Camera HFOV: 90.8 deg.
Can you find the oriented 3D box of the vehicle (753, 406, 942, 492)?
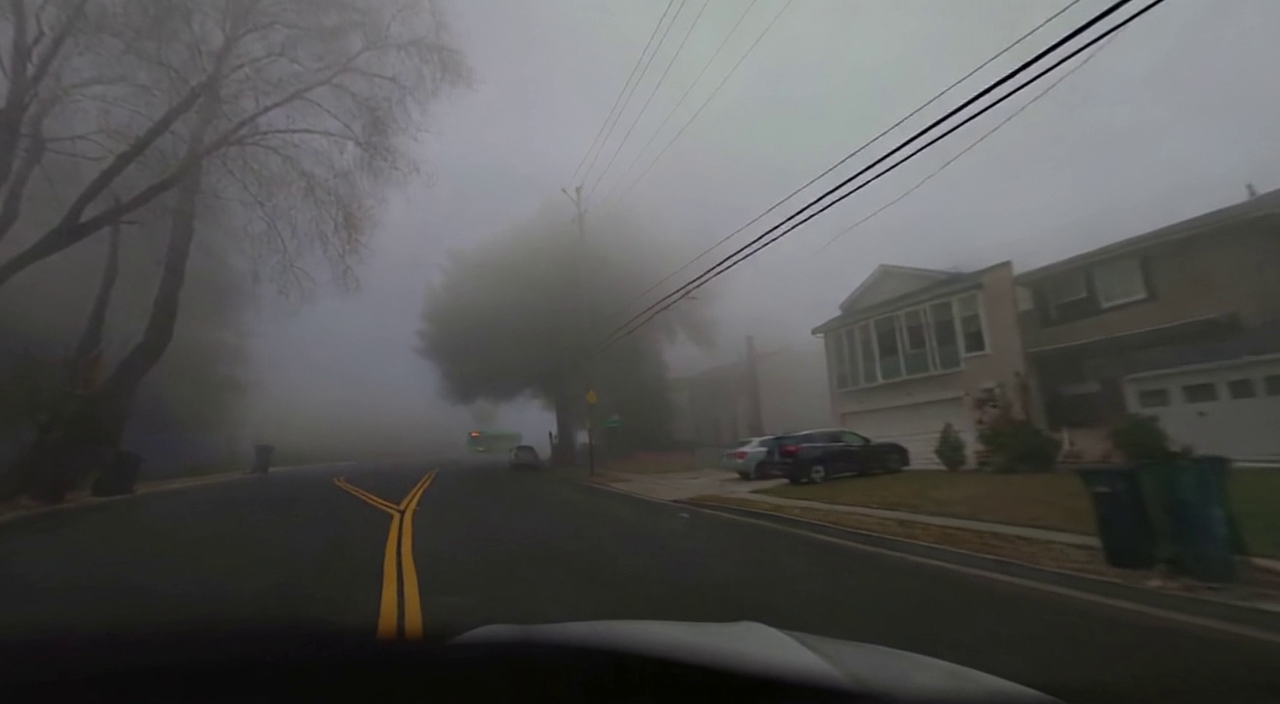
[{"bbox_3d":[5.566,2.570,17.079,4.431,1.873,1.920,-1,-8,-20],"label":"vehicle"}]

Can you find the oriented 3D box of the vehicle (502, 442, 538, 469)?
[{"bbox_3d":[-7.591,6.467,39.632,1.984,1.601,3.994,2,-9,-14],"label":"vehicle"}]
